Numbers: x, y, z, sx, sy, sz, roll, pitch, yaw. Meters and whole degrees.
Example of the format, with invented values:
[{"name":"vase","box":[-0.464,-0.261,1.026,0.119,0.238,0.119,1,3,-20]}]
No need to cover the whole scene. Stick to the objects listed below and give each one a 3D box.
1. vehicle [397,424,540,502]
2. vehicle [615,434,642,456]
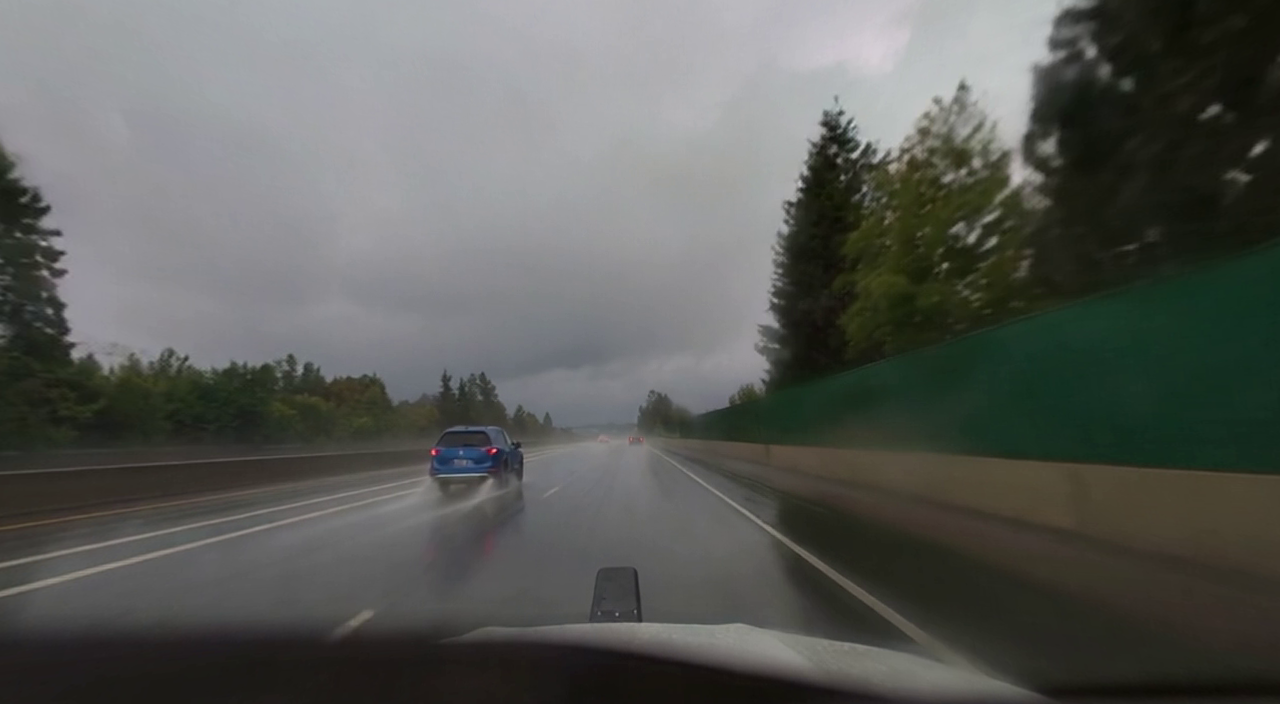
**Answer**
[{"name":"vehicle","box":[-3.784,2.518,14.916,2.072,1.545,4.767,0,-8,0]},{"name":"vehicle","box":[-0.827,6.484,44.111,1.836,1.450,3.519,0,-8,-1]}]
